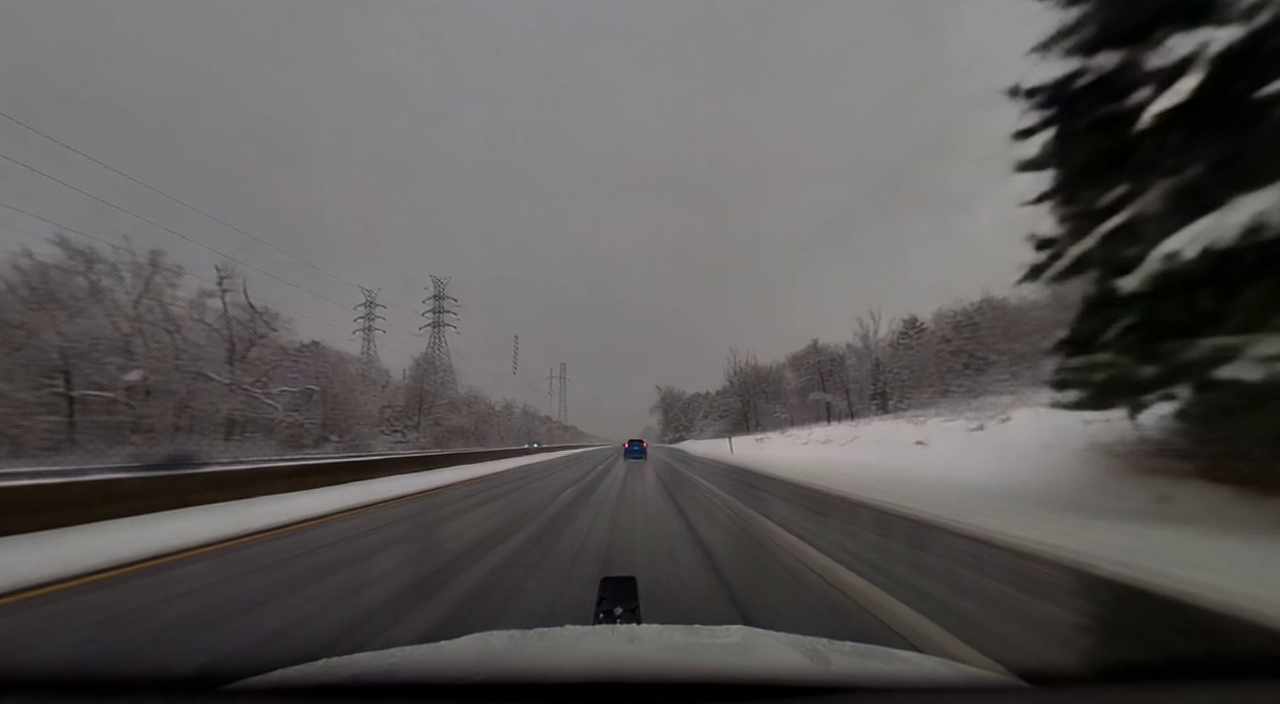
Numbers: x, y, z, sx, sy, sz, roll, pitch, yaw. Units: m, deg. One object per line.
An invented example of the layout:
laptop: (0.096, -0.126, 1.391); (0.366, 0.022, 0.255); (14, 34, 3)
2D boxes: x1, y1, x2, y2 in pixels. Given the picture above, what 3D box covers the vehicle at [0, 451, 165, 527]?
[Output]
vehicle: (-14.190, 3.184, 15.189); (1.953, 1.477, 4.501); (0, -8, -1)
